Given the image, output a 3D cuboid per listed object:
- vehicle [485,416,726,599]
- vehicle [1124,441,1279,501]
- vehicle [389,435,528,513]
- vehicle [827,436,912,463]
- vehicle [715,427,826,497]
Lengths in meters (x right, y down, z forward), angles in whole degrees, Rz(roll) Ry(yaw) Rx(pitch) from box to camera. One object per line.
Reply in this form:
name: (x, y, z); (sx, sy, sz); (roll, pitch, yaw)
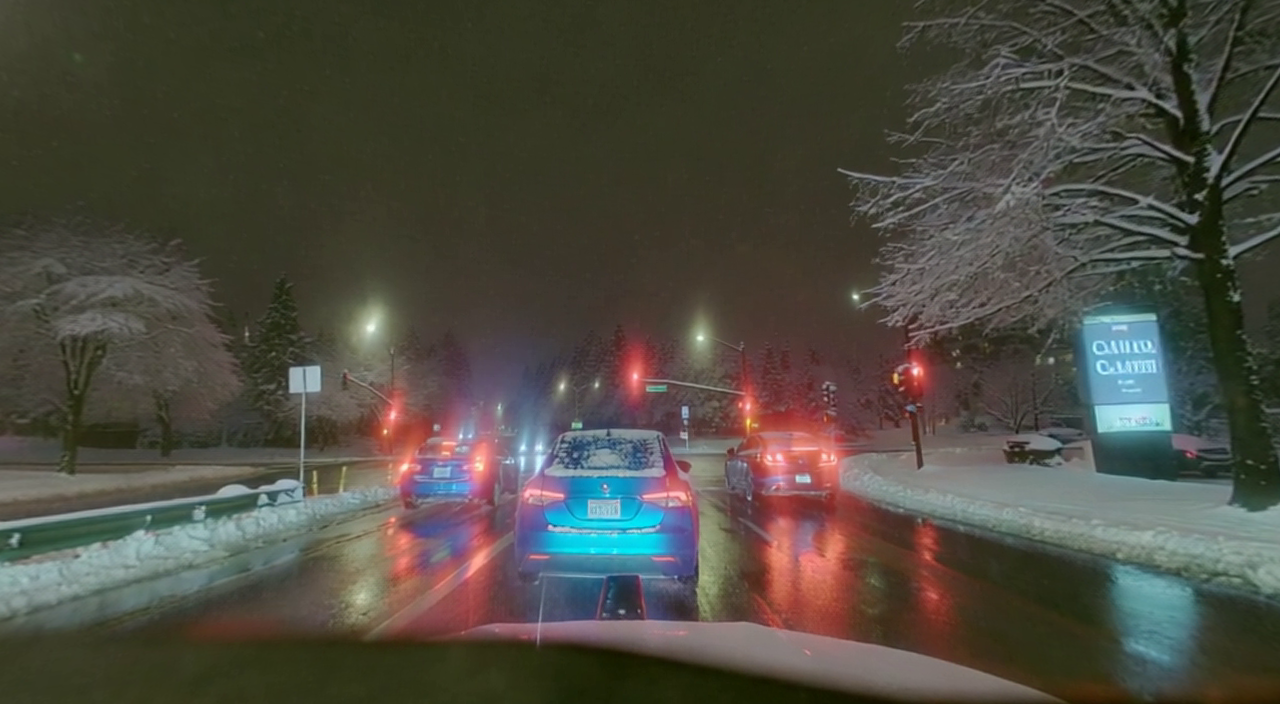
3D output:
vehicle: (-0.357, 1.633, 7.536); (2.045, 1.533, 4.183); (0, -8, -2)
vehicle: (15.192, 3.011, 16.270); (3.951, 1.418, 1.842); (0, -8, -3)
vehicle: (-3.763, 2.587, 13.854); (1.998, 1.452, 3.773); (0, -8, -1)
vehicle: (13.901, 5.927, 38.465); (4.419, 1.619, 1.894); (1, -9, -8)
vehicle: (3.430, 2.992, 17.506); (2.028, 1.678, 4.220); (0, -8, -2)
